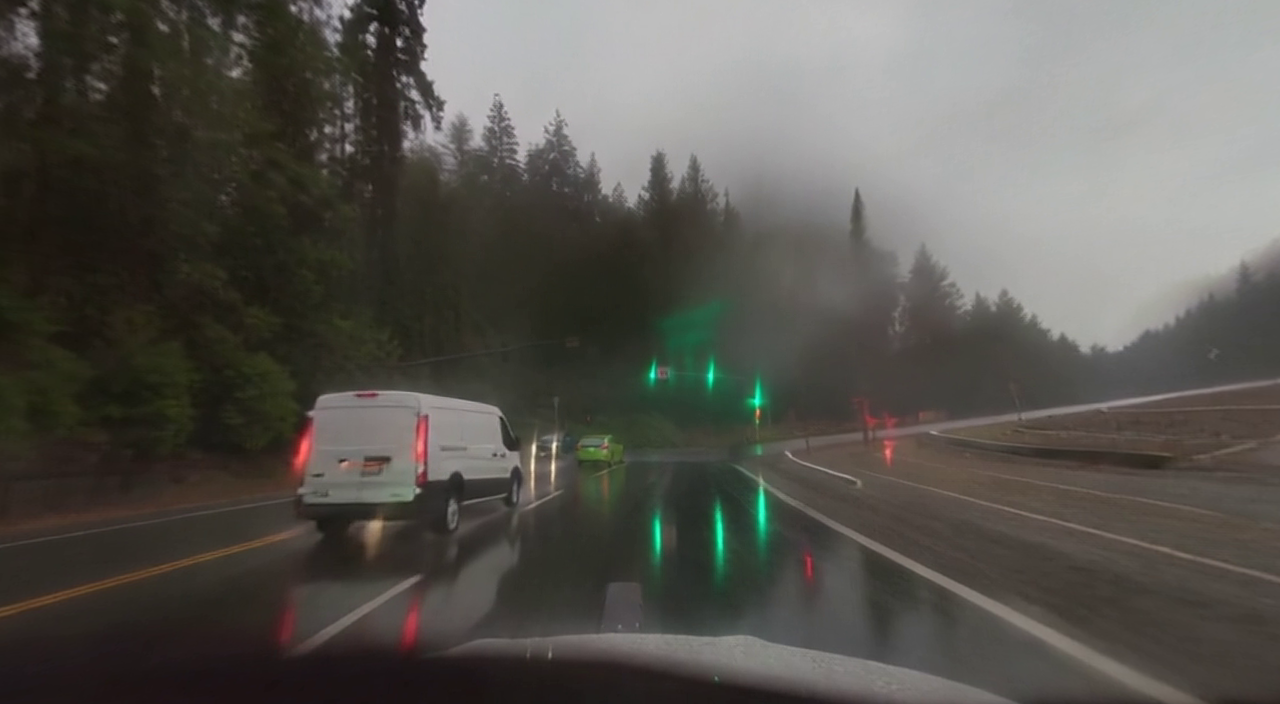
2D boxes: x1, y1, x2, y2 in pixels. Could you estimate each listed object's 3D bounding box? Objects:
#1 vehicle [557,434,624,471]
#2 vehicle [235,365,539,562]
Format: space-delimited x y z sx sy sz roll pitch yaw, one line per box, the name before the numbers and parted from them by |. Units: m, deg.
vehicle | -2.093 4.483 28.264 2.088 1.484 4.572 -1 -9 7
vehicle | -3.235 1.609 9.683 2.362 2.185 5.212 0 -8 2
